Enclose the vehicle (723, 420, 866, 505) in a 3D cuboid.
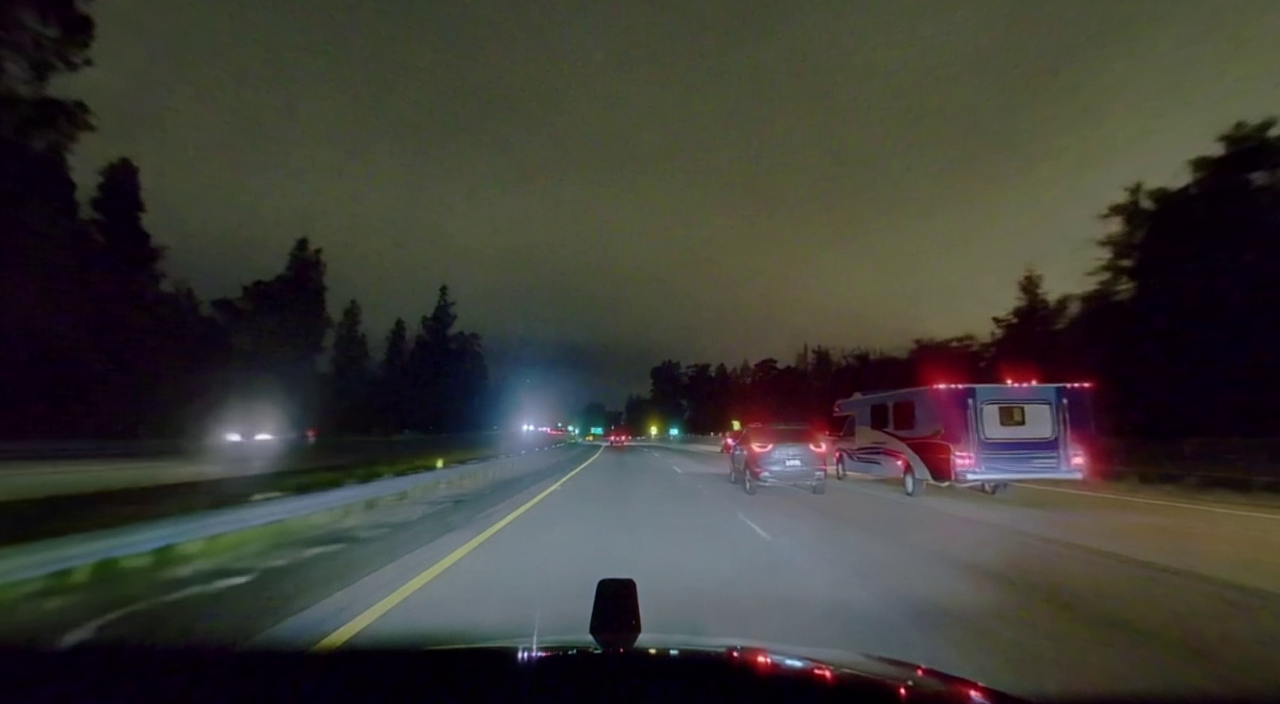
[{"bbox_3d":[3.155,2.319,13.764,2.002,1.569,3.845,0,-8,-2],"label":"vehicle"}]
